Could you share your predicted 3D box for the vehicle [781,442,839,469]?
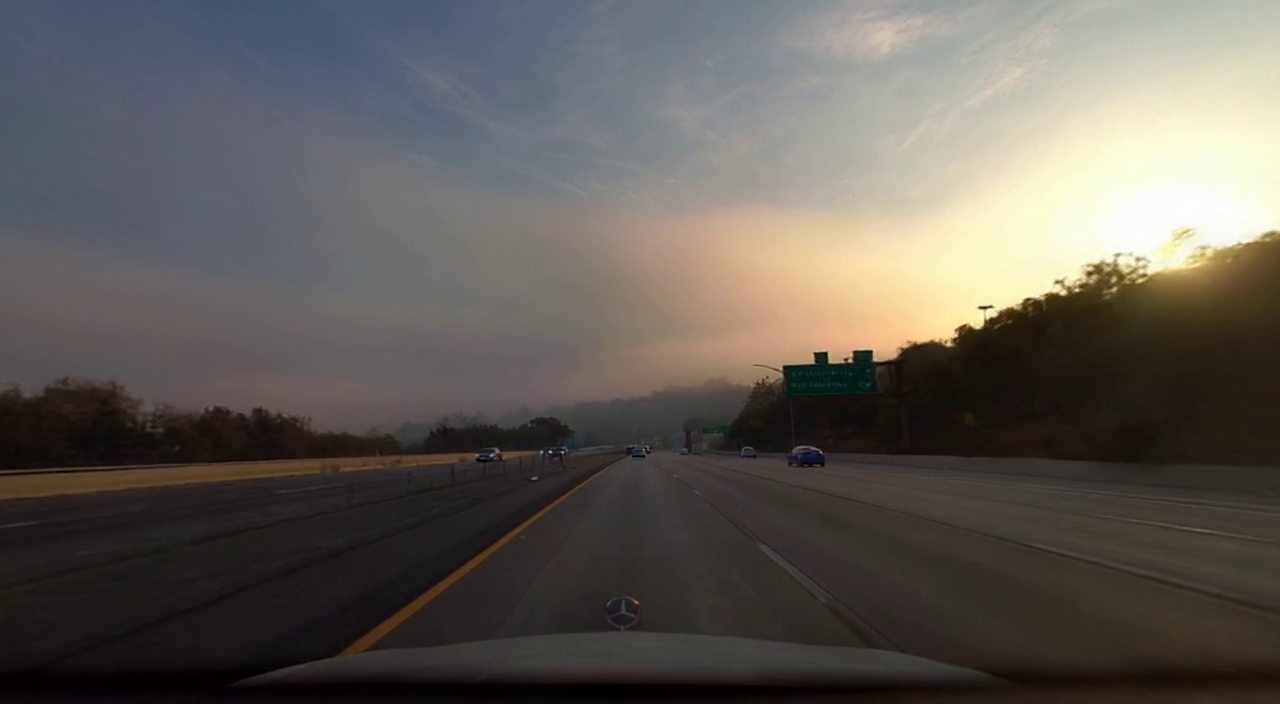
[{"bbox_3d":[10.541,6.450,39.579,2.024,1.481,4.747,1,-8,-4],"label":"vehicle"}]
